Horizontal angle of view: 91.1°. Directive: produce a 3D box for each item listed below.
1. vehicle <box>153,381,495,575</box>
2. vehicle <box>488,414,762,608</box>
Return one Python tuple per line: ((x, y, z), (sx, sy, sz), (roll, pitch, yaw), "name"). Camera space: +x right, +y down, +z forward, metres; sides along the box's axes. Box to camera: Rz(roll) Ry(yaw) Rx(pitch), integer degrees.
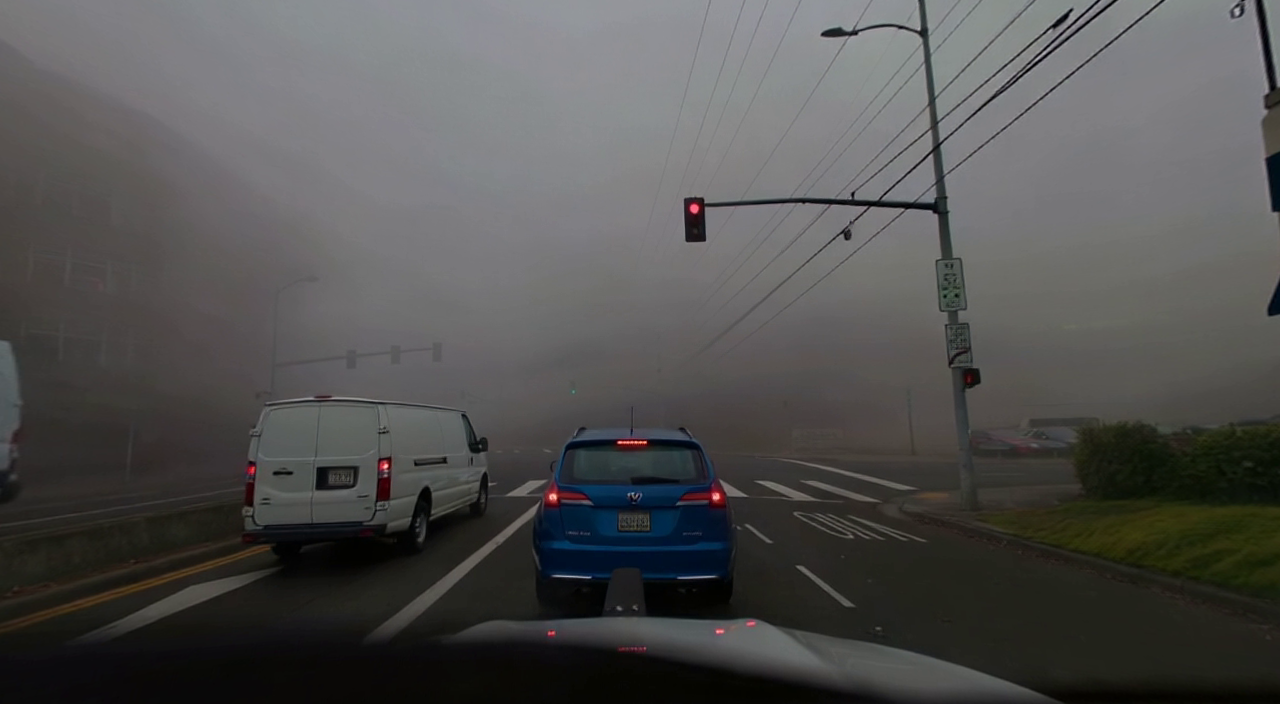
((-3.585, 1.528, 8.567), (2.076, 1.820, 5.100), (0, -8, -1), "vehicle")
((-0.118, 1.467, 6.775), (2.064, 1.452, 3.942), (0, -8, 0), "vehicle")
